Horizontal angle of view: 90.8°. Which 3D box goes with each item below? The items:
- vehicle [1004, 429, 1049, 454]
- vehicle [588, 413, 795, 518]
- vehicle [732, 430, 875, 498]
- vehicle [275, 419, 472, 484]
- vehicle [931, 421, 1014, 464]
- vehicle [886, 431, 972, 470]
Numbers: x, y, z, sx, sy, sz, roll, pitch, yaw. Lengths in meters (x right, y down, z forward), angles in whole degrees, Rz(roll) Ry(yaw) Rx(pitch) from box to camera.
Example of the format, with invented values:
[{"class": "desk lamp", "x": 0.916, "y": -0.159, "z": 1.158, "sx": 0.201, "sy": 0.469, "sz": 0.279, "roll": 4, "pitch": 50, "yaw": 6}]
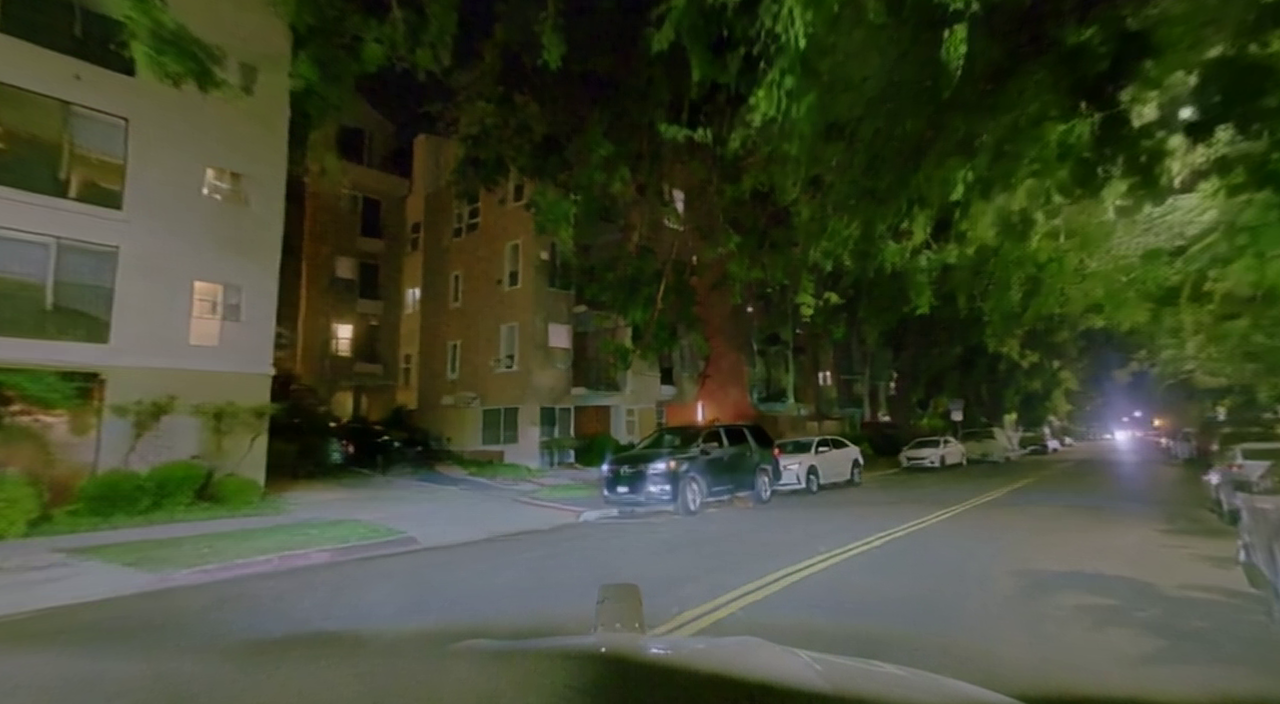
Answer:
[{"class": "vehicle", "x": 25.387, "y": 5.862, "z": 41.403, "sx": 1.939, "sy": 1.513, "sz": 4.401, "roll": -6, "pitch": -10, "yaw": 38}, {"class": "vehicle", "x": 1.236, "y": 2.213, "z": 12.964, "sx": 1.946, "sy": 1.744, "sz": 4.584, "roll": -6, "pitch": -10, "yaw": 38}, {"class": "vehicle", "x": 4.471, "y": 2.847, "z": 16.768, "sx": 1.902, "sy": 1.478, "sz": 4.696, "roll": -7, "pitch": -9, "yaw": 37}, {"class": "vehicle", "x": -6.760, "y": 2.573, "z": 16.713, "sx": 1.812, "sy": 1.458, "sz": 4.714, "roll": -3, "pitch": -8, "yaw": 26}, {"class": "vehicle", "x": 16.173, "y": 4.326, "z": 30.526, "sx": 2.229, "sy": 1.869, "sz": 5.791, "roll": -8, "pitch": -10, "yaw": 39}, {"class": "vehicle", "x": 11.870, "y": 3.972, "z": 25.786, "sx": 1.921, "sy": 1.463, "sz": 4.313, "roll": -7, "pitch": -10, "yaw": 41}]
